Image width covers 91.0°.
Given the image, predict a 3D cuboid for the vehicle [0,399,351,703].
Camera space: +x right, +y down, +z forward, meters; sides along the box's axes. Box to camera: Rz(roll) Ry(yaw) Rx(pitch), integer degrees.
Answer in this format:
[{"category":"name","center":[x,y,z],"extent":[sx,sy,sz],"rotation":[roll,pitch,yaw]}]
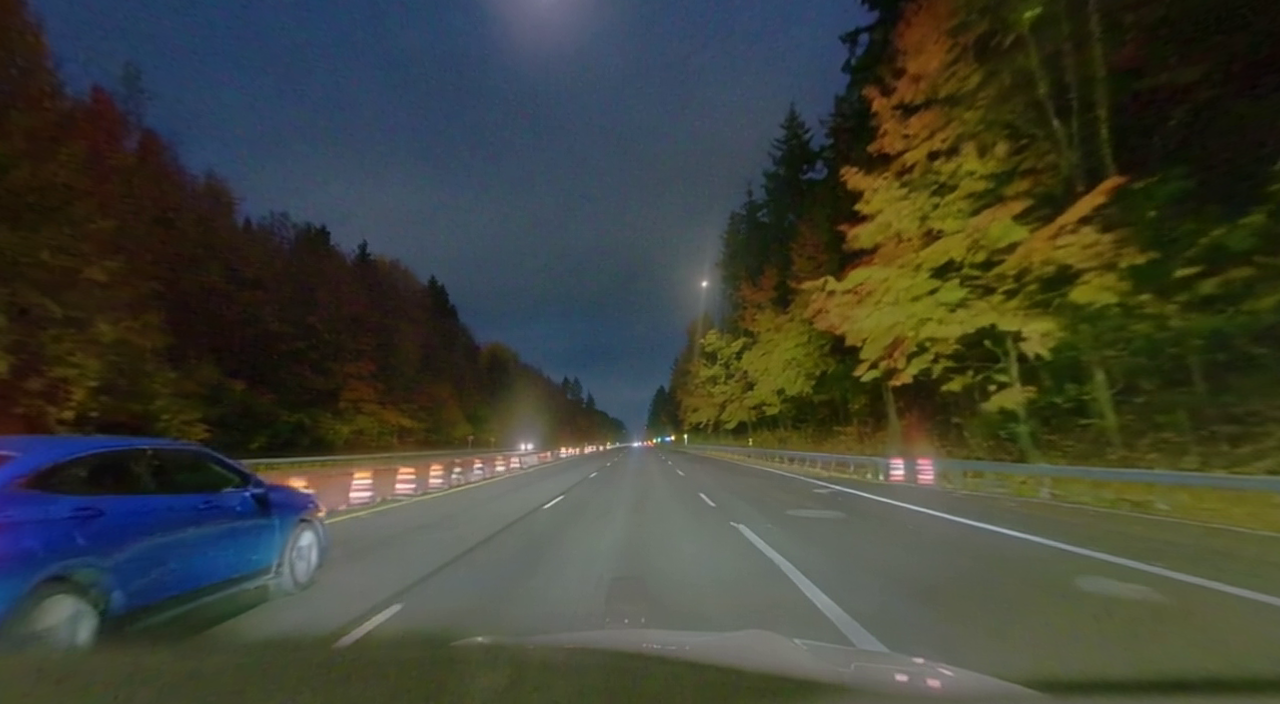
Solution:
[{"category":"vehicle","center":[-3.846,1.157,4.112],"extent":[1.902,1.505,4.016],"rotation":[0,-8,1]}]
